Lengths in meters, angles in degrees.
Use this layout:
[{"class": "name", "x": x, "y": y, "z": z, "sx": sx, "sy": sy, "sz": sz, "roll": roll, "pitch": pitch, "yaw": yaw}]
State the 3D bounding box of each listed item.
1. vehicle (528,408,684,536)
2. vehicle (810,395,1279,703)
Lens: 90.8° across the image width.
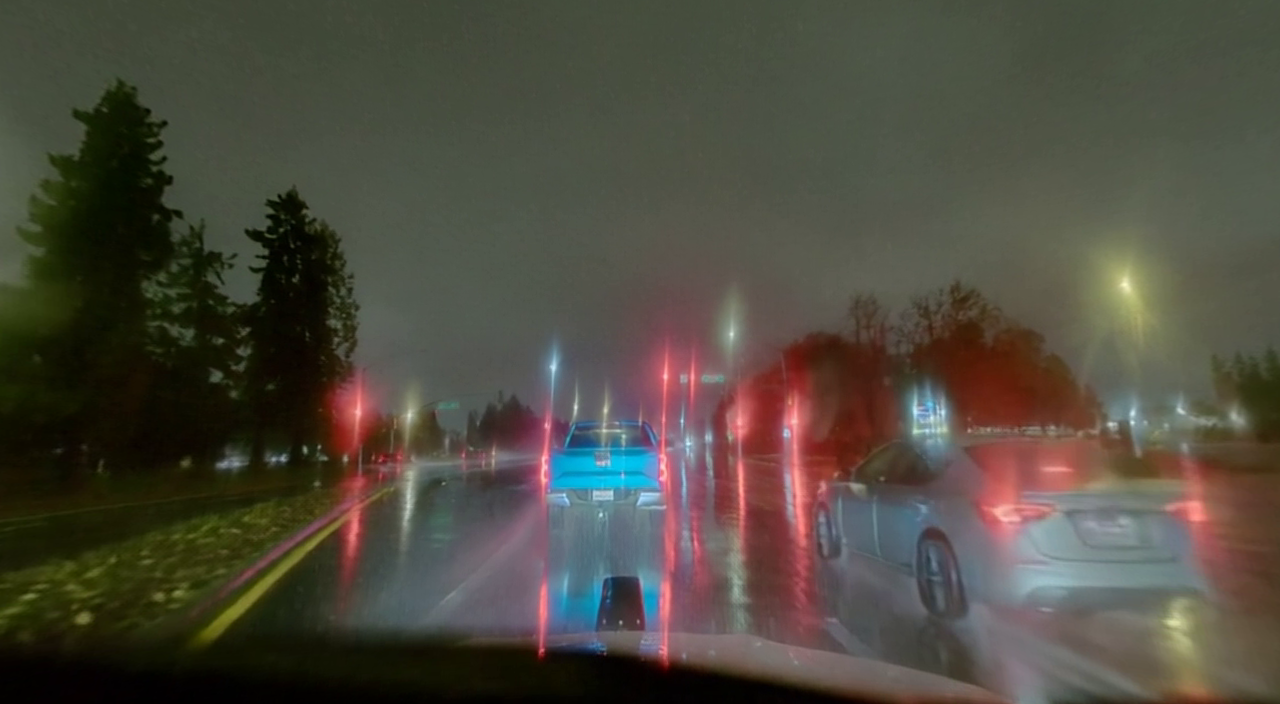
[{"class": "vehicle", "x": -0.502, "y": 2.004, "z": 11.173, "sx": 2.145, "sy": 1.762, "sz": 4.731, "roll": 0, "pitch": -8, "yaw": -1}, {"class": "vehicle", "x": 2.951, "y": 1.229, "z": 4.685, "sx": 2.073, "sy": 1.484, "sz": 4.437, "roll": 0, "pitch": -8, "yaw": -1}]
